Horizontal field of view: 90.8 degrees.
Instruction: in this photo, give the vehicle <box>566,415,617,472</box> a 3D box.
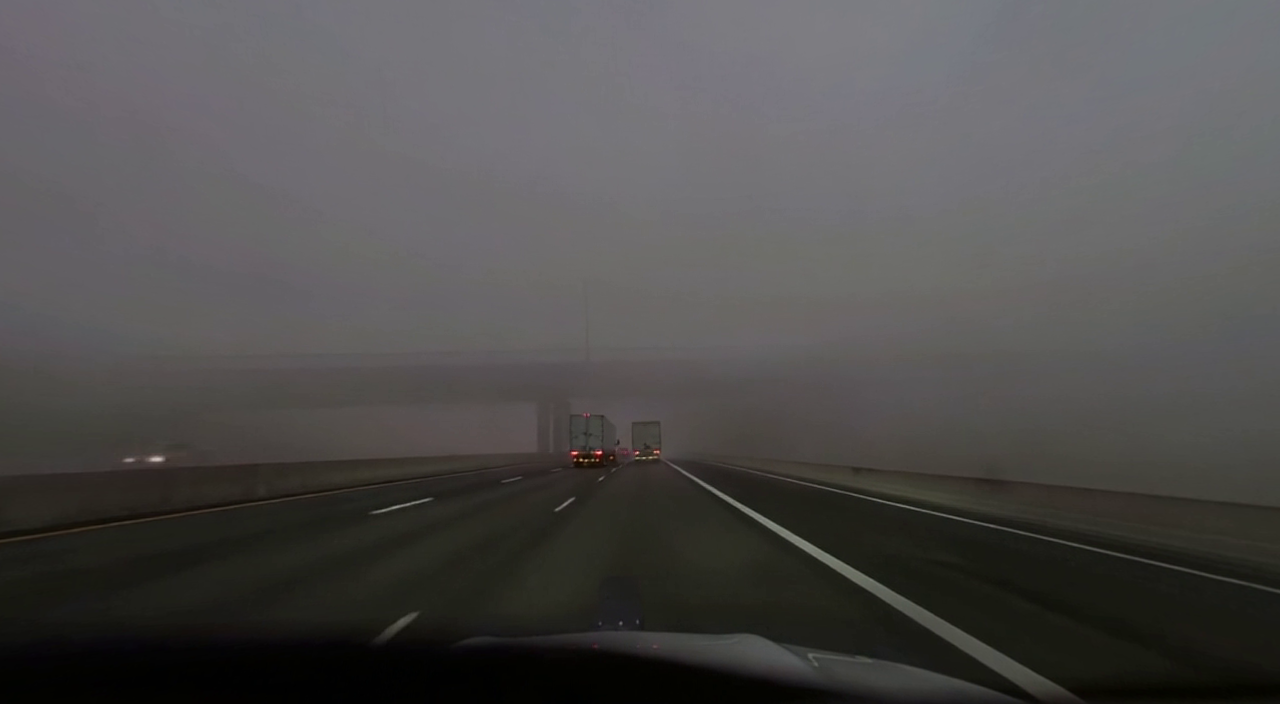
[{"bbox_3d":[-2.971,5.891,40.397,2.696,3.266,7.062,0,-9,0],"label":"vehicle"}]
